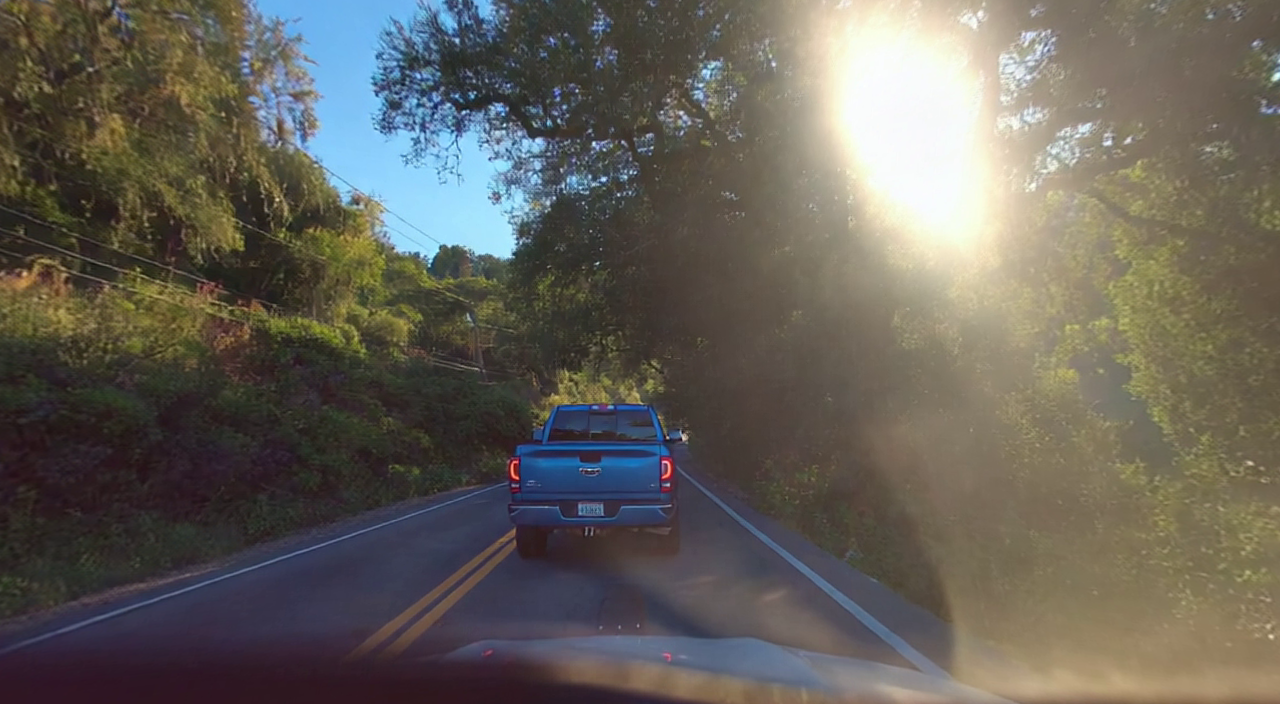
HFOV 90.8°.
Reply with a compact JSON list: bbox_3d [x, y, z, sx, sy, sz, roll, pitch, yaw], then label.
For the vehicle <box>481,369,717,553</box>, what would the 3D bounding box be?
[{"bbox_3d":[-0.527,1.749,10.673,2.837,2.223,5.885,0,-8,-1],"label":"vehicle"}]
